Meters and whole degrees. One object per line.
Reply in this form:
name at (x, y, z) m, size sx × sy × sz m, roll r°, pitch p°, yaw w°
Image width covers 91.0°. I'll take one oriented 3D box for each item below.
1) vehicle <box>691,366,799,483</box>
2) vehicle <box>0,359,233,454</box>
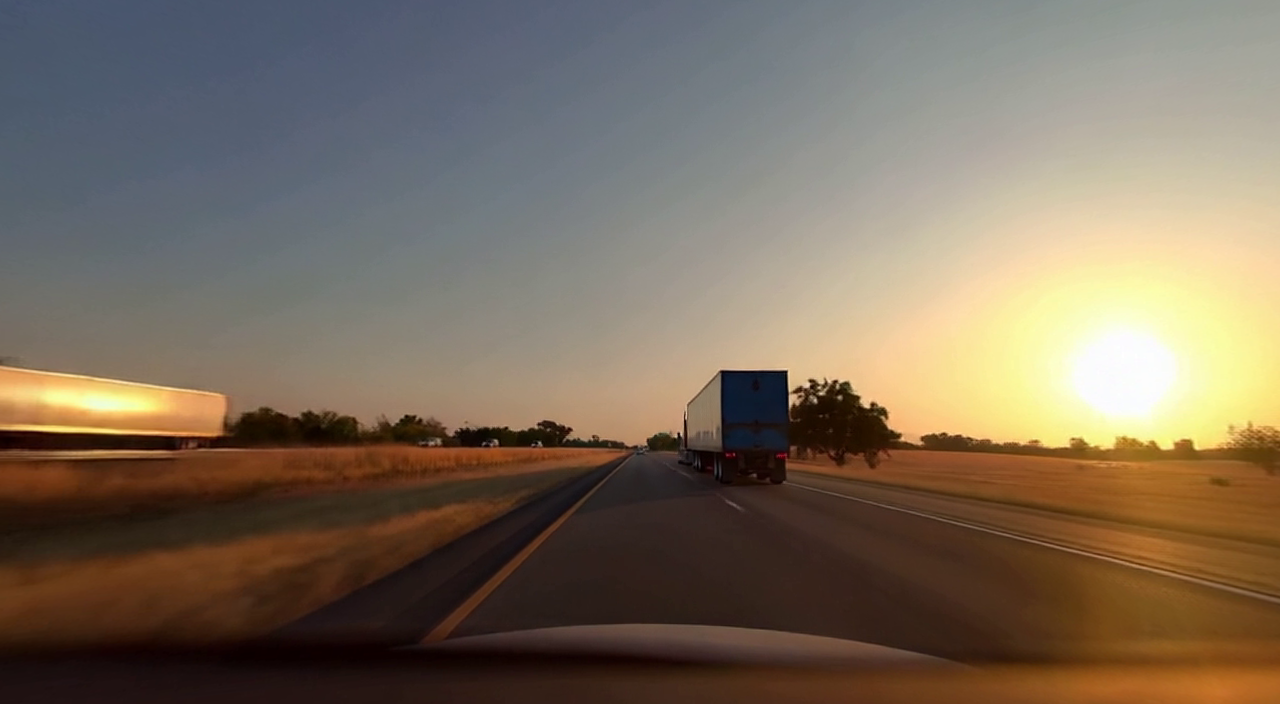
vehicle at (4.285, 3.568, 29.065) m, size 2.818 × 4.206 × 12.987 m, roll 0°, pitch -9°, yaw 0°
vehicle at (-29.321, 3.501, 34.676) m, size 2.885 × 4.071 × 16.500 m, roll 0°, pitch -9°, yaw 0°
